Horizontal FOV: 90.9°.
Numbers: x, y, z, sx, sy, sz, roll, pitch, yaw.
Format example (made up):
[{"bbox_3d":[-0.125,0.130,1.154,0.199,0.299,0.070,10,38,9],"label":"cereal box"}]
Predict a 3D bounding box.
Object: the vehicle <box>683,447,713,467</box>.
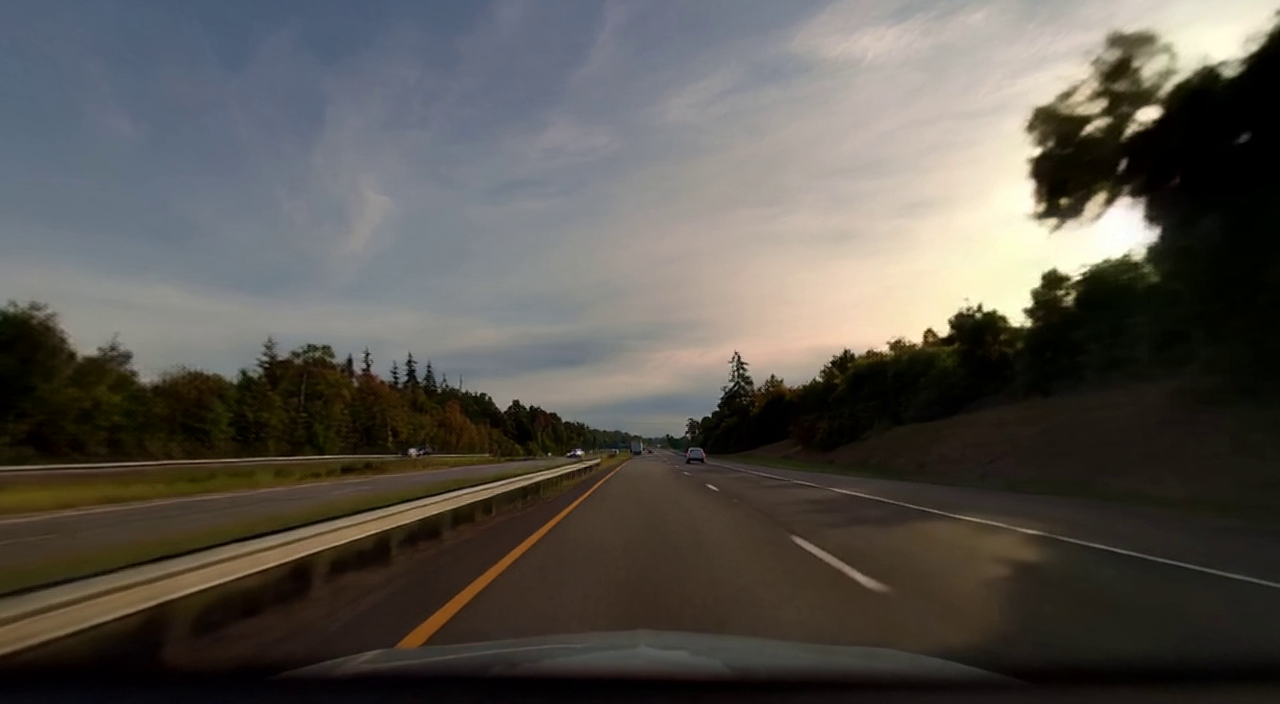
[{"bbox_3d":[4.564,8.292,49.958,1.984,1.481,4.376,0,-8,0],"label":"vehicle"}]
